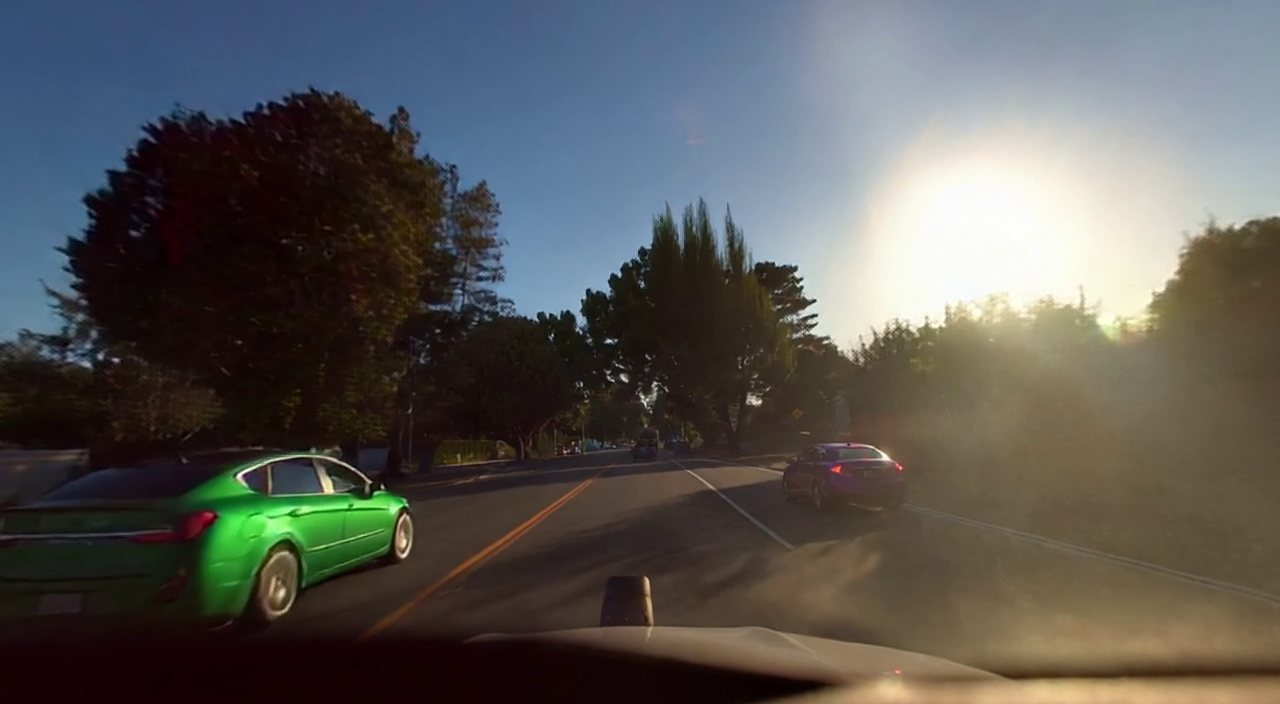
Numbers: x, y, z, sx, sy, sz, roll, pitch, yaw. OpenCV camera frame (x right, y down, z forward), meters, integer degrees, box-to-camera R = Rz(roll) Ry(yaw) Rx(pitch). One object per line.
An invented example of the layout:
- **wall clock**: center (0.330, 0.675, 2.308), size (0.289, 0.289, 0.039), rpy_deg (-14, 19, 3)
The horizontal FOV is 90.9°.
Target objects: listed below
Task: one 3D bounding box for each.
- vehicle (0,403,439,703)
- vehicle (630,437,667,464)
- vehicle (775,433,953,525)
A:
- **vehicle**: center (-3.666, 1.350, 5.563), size (2.162, 1.546, 4.889), rpy_deg (-1, -7, 0)
- **vehicle**: center (0.567, 6.154, 39.621), size (2.206, 1.525, 4.695), rpy_deg (-1, -7, 1)
- **vehicle**: center (4.193, 2.394, 12.699), size (1.943, 1.471, 4.515), rpy_deg (-1, -7, 0)
